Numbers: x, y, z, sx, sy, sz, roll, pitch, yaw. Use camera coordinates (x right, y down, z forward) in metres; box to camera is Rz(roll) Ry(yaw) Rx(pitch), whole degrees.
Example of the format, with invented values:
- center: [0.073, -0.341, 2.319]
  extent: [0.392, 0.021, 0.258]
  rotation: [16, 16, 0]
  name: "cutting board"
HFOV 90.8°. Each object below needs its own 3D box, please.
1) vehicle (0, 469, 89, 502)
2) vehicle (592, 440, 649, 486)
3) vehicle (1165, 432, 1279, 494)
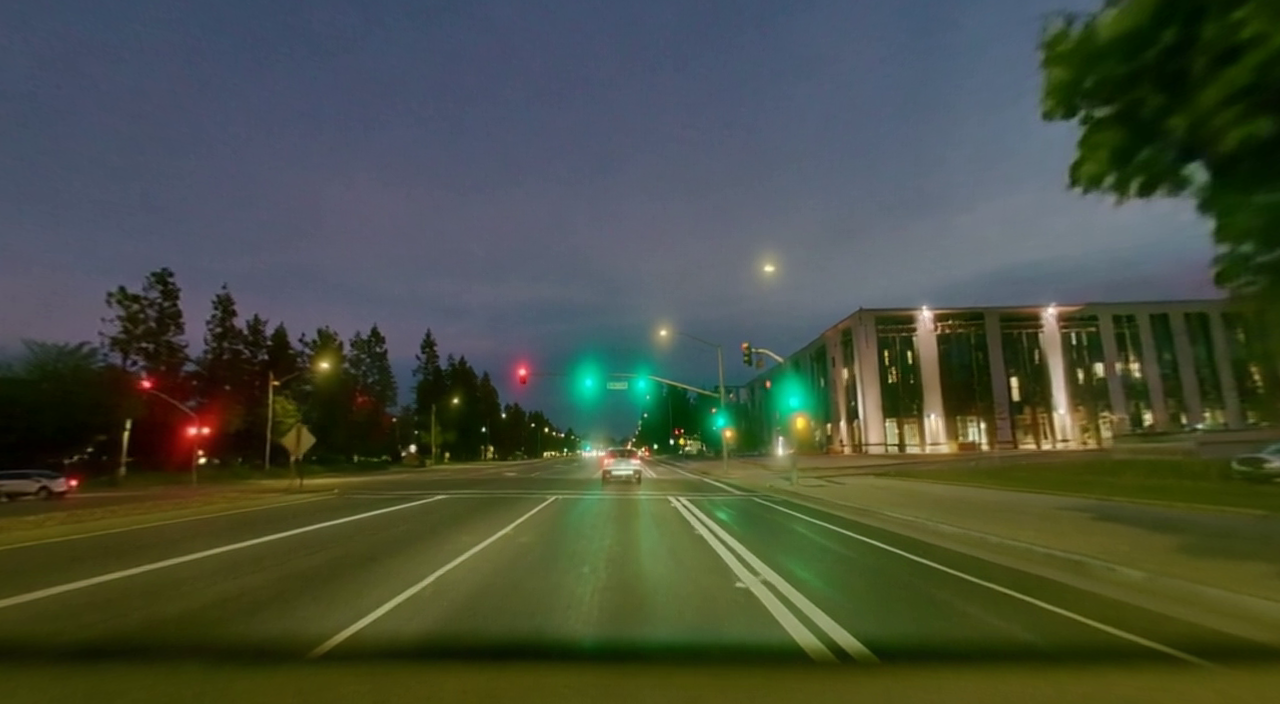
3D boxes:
- center: [-34.967, 7.577, 36.074]
  extent: [4.884, 1.736, 2.049]
  rotation: [0, -9, -2]
  name: "vehicle"
- center: [-0.759, 4.492, 25.759]
  extent: [2.130, 1.711, 4.038]
  rotation: [0, -9, -1]
  name: "vehicle"
- center: [16.550, 2.788, 16.199]
  extent: [4.344, 1.451, 1.920]
  rotation: [-1, -9, 1]
  name: "vehicle"
